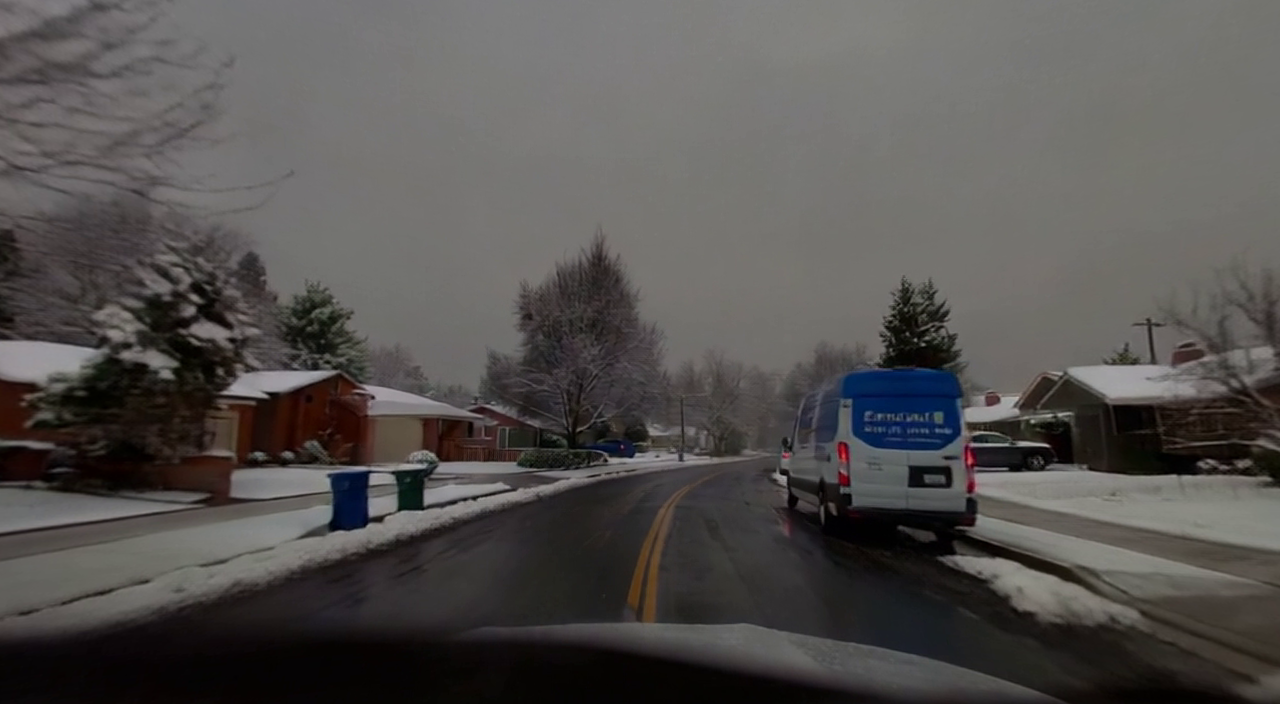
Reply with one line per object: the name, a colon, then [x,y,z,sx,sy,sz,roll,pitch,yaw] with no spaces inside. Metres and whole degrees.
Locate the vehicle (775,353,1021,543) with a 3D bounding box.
vehicle: [4.377,1.836,12.322,2.684,2.712,6.197,-1,-9,6]
